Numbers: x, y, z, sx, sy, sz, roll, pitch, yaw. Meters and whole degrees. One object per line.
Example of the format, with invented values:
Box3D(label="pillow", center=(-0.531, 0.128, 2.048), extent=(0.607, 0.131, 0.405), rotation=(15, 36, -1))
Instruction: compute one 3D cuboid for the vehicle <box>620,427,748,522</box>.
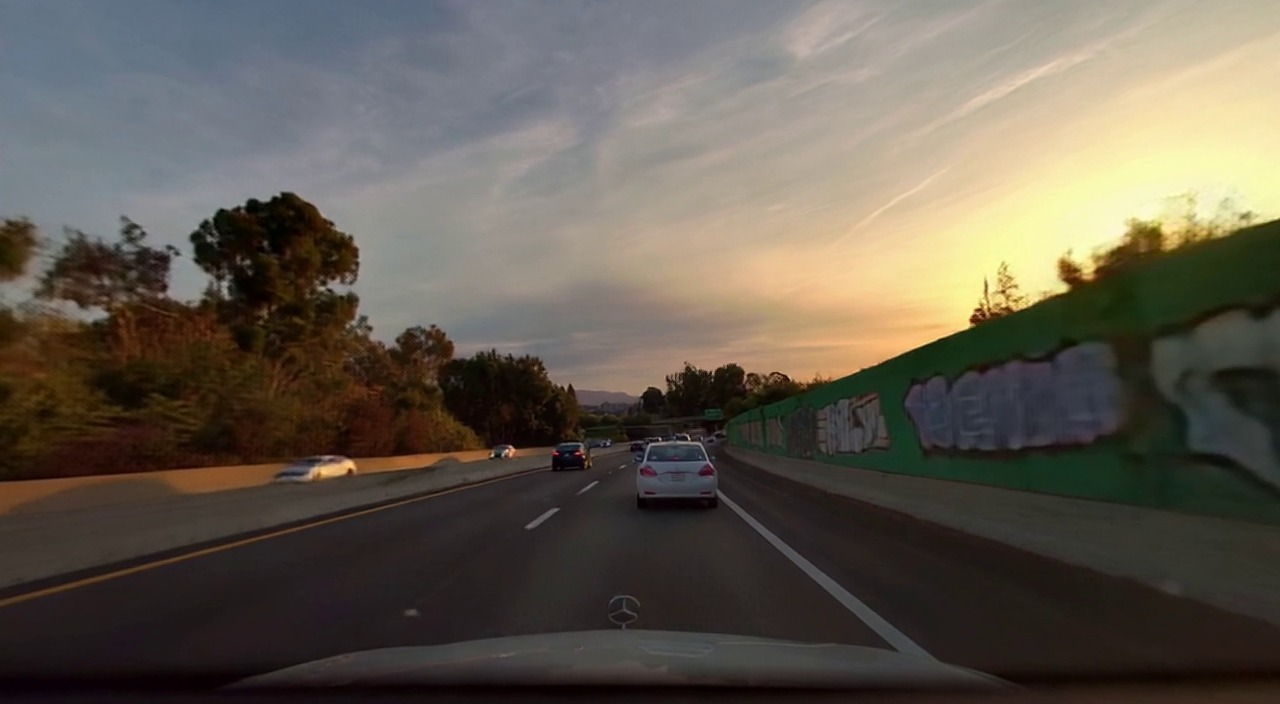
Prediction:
Box3D(label="vehicle", center=(0.743, 2.274, 12.236), extent=(2.077, 1.533, 3.854), rotation=(0, -8, 1))

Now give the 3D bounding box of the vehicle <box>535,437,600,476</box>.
Box3D(label="vehicle", center=(-2.937, 4.356, 26.481), extent=(2.059, 1.471, 4.152), rotation=(0, -8, 3))
